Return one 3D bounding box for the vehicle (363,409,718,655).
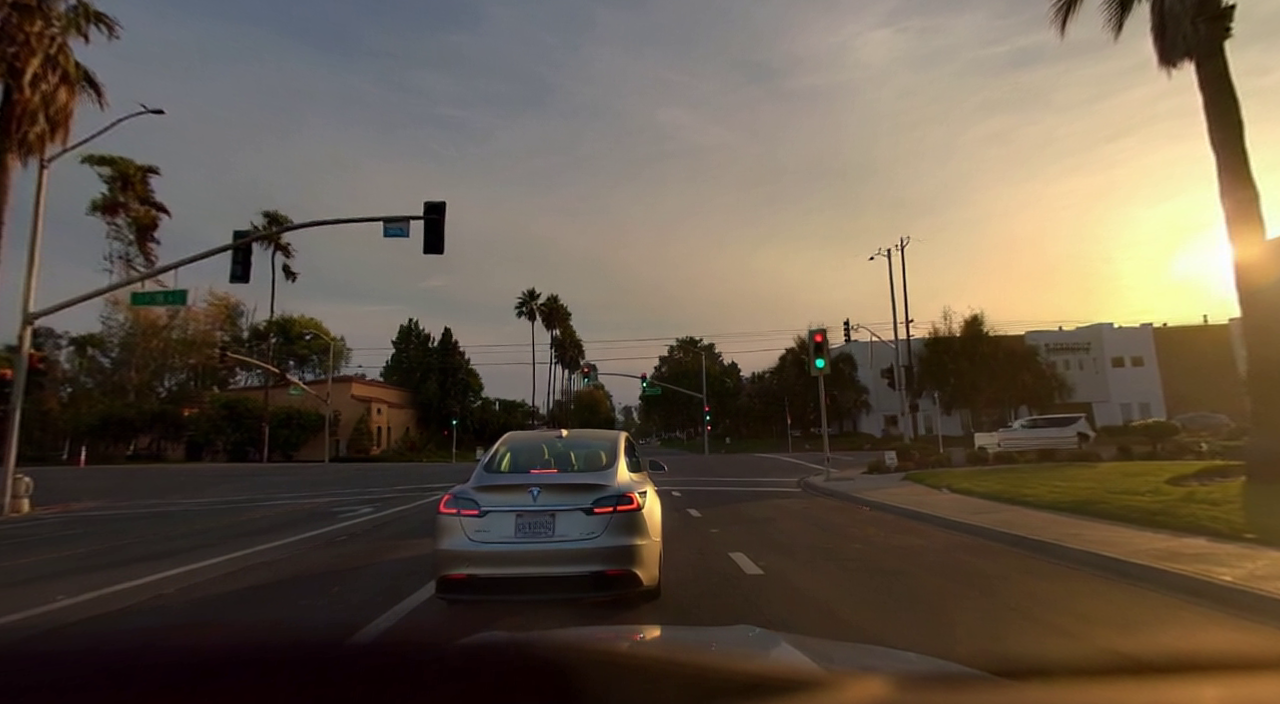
[{"bbox_3d":[-0.625,1.412,6.039,2.152,1.478,4.229,0,-8,-1],"label":"vehicle"}]
